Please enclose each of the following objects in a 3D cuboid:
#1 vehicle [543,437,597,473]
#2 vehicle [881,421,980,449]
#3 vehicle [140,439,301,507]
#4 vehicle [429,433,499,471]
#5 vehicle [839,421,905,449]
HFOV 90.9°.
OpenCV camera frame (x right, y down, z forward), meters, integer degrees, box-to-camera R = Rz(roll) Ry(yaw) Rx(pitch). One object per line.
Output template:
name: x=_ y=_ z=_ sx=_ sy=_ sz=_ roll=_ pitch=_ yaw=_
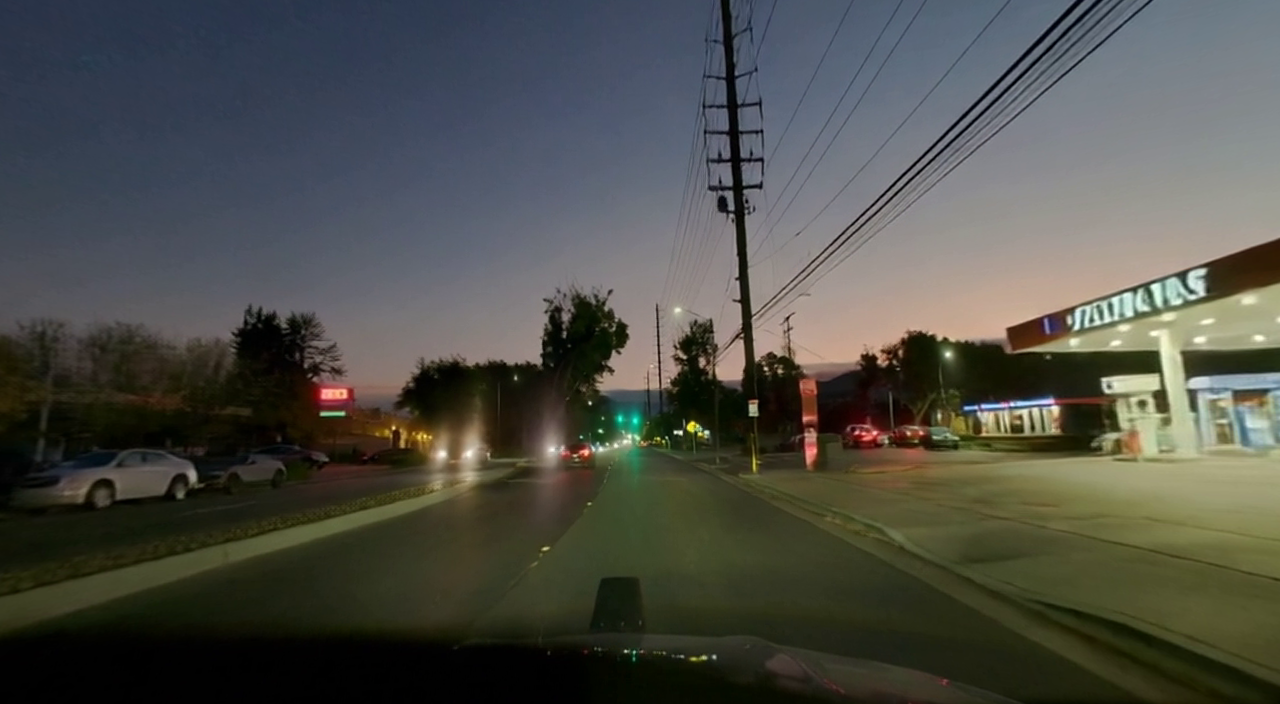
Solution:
vehicle: x=-3.151 y=4.730 z=29.154 sx=2.073 sy=1.525 sz=3.968 roll=0 pitch=-8 yaw=-1
vehicle: x=17.414 y=5.006 z=37.971 sx=4.943 sy=1.646 sz=2.072 roll=0 pitch=-8 yaw=-2
vehicle: x=-14.968 y=4.274 z=22.958 sx=2.353 sy=2.144 sz=4.847 roll=-1 pitch=-8 yaw=2
vehicle: x=-10.193 y=5.827 z=37.042 sx=2.437 sy=2.069 sz=5.159 roll=-1 pitch=-8 yaw=2
vehicle: x=17.491 y=6.260 z=47.805 sx=2.020 sy=1.972 sz=4.983 roll=2 pitch=-7 yaw=-17
